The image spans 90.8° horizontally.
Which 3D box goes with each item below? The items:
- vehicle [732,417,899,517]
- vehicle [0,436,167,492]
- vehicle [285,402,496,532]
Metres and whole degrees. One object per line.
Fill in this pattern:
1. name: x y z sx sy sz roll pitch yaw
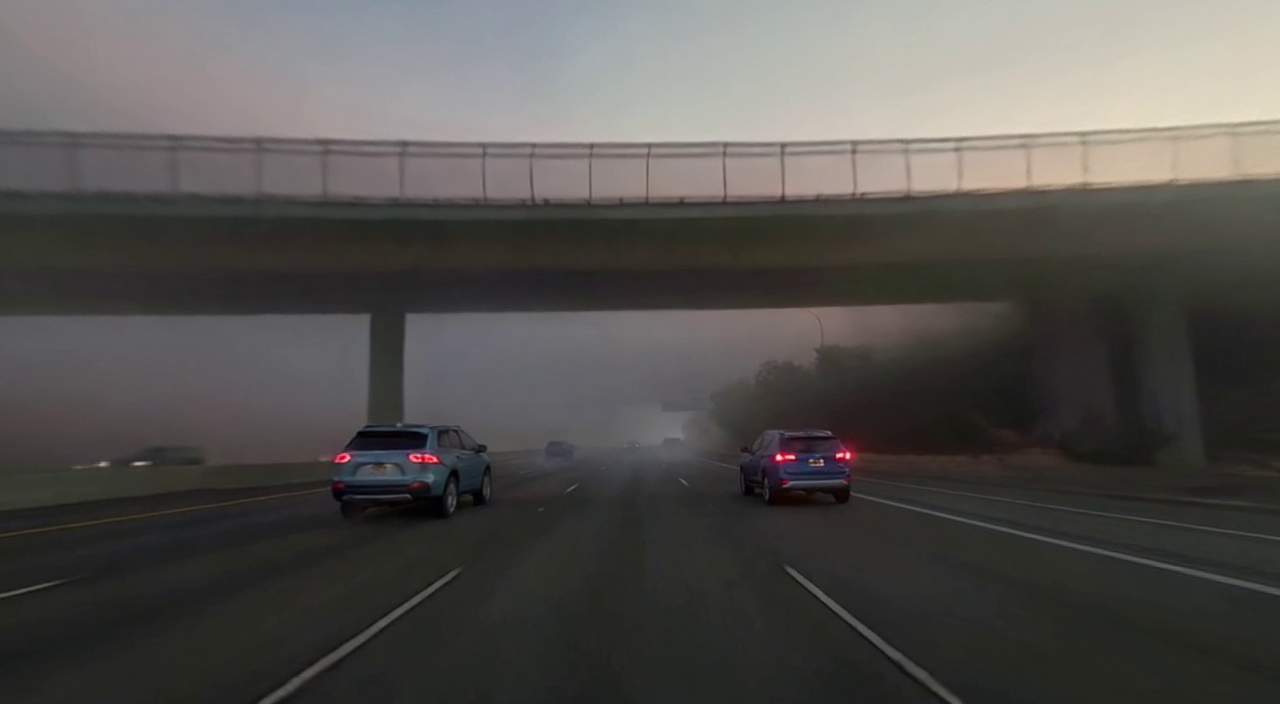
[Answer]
1. vehicle: 3.462 2.390 13.546 2.185 1.749 4.477 0 -8 -1
2. vehicle: -18.722 3.695 21.253 1.994 1.631 4.711 0 -8 -1
3. vehicle: -4.197 2.037 11.677 2.018 1.872 4.728 0 -8 -1
